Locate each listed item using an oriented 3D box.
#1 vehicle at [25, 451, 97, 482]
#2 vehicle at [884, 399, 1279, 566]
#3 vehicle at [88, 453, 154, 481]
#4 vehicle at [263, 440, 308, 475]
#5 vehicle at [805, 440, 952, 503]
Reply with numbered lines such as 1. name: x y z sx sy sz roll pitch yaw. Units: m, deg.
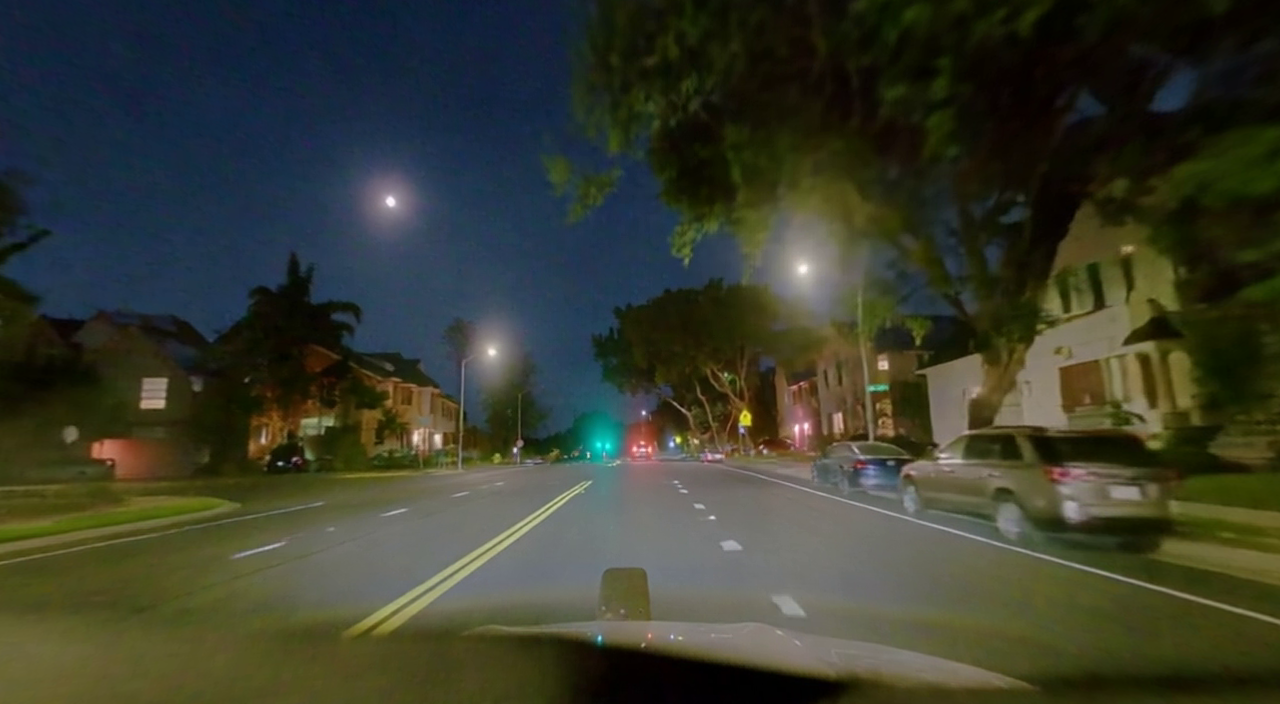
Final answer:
1. vehicle: -34.038 6.701 37.189 1.934 1.689 3.999 4 -9 -26
2. vehicle: 6.569 1.938 10.275 2.878 1.927 5.774 0 -8 0
3. vehicle: -31.442 6.937 38.342 1.866 1.484 4.553 4 -9 -24
4. vehicle: -23.481 6.959 41.874 2.083 2.113 4.490 4 -9 -23
5. vehicle: 6.440 3.259 17.771 2.235 1.515 4.782 0 -8 -1
